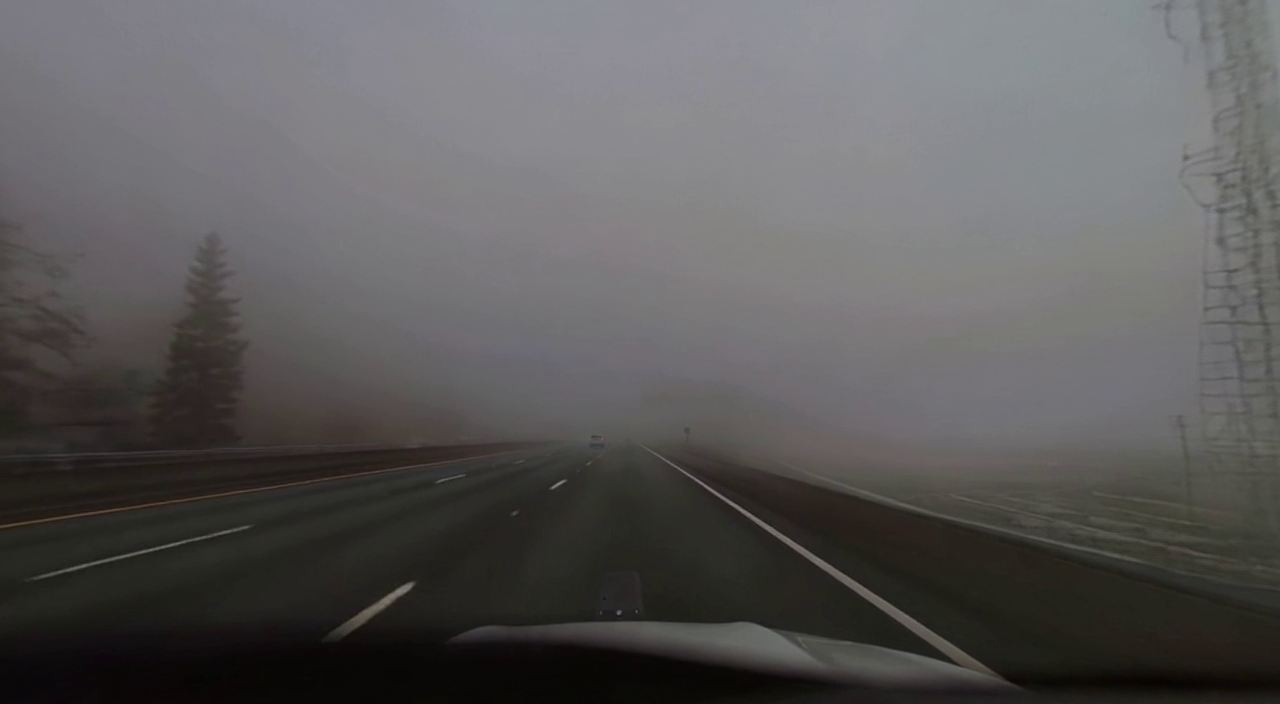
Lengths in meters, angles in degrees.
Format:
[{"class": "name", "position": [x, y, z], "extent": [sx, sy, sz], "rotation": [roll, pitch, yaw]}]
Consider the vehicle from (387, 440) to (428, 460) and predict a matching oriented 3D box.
[{"class": "vehicle", "position": [-18.397, 7.762, 49.954], "extent": [1.807, 1.489, 3.962], "rotation": [0, -8, -1]}]
